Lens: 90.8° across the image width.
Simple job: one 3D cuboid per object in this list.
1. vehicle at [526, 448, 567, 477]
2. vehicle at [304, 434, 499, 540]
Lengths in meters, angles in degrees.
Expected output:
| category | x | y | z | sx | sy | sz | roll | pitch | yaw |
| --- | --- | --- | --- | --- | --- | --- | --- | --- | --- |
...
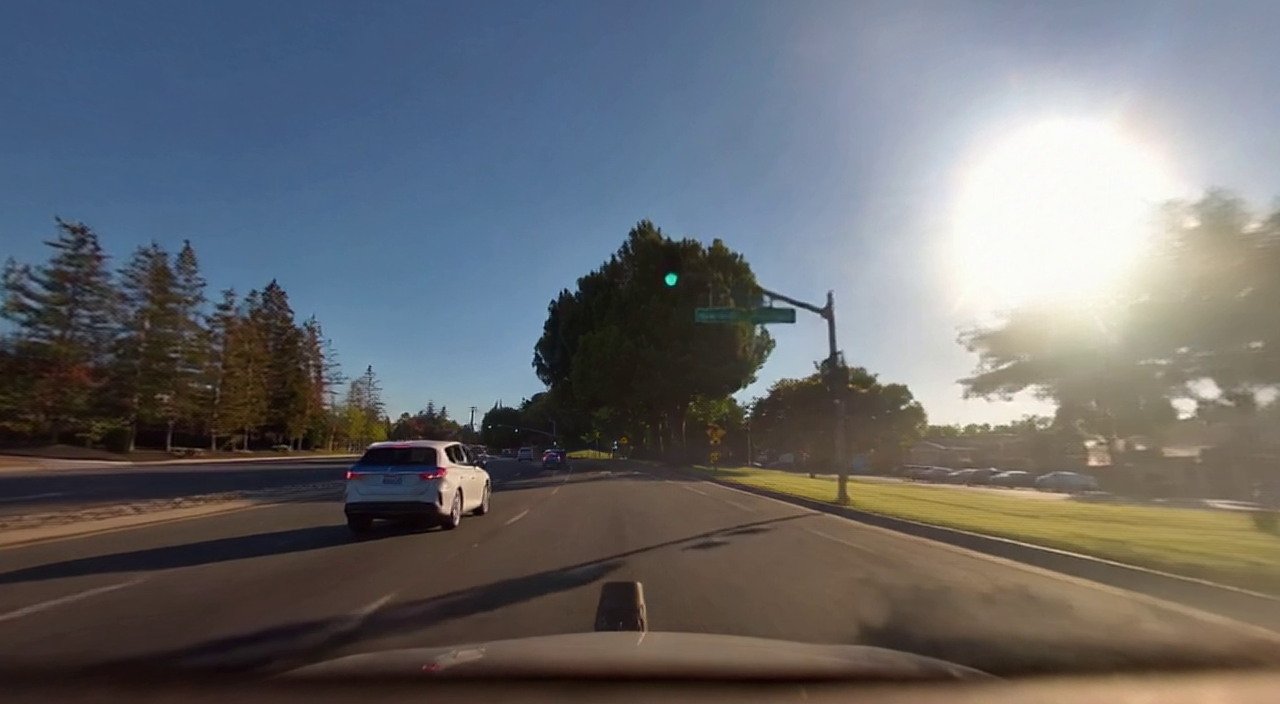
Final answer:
| category | x | y | z | sx | sy | sz | roll | pitch | yaw |
| --- | --- | --- | --- | --- | --- | --- | --- | --- | --- |
| vehicle | -5.159 | 6.149 | 35.276 | 1.904 | 1.476 | 3.736 | 0 | -8 | -4 |
| vehicle | -4.234 | 2.443 | 12.207 | 2.098 | 1.613 | 4.606 | 0 | -8 | -2 |
